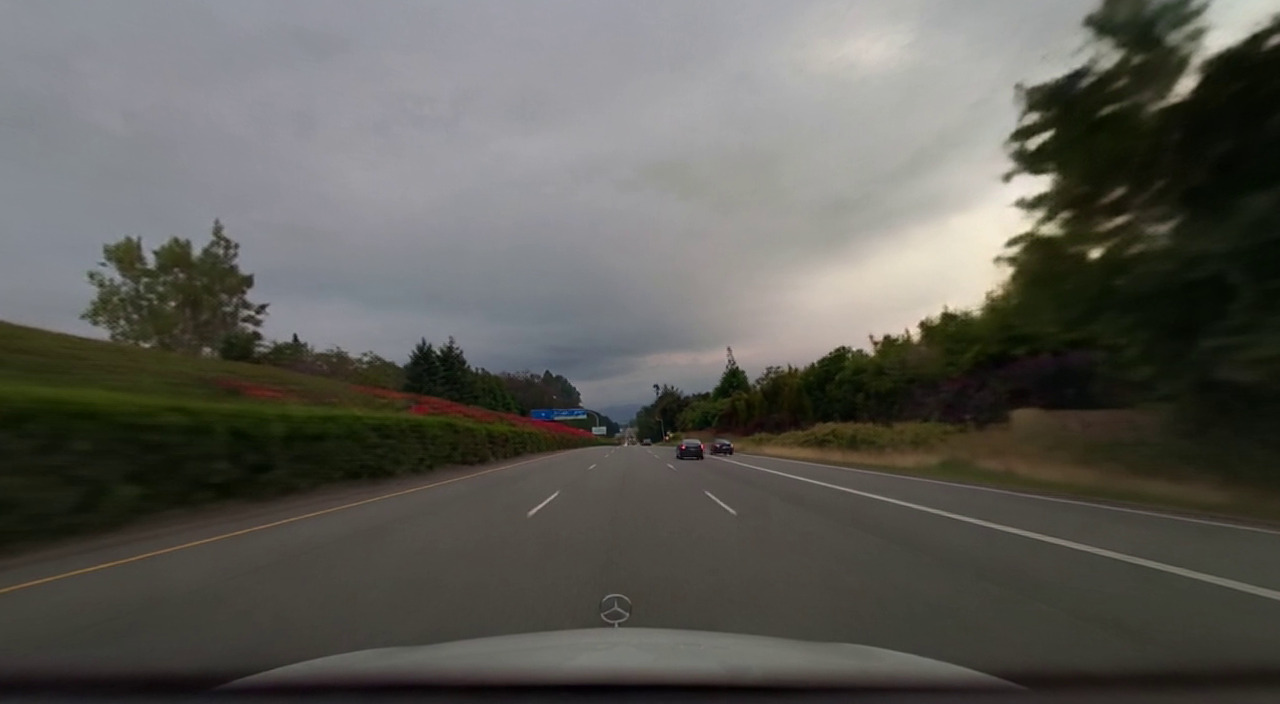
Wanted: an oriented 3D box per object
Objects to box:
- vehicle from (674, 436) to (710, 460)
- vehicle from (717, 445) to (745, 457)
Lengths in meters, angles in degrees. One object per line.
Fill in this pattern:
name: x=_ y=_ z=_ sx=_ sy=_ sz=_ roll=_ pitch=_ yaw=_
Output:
vehicle: x=3.250 y=6.110 z=40.263 sx=1.819 sy=1.468 sz=3.770 roll=0 pitch=-8 yaw=-3
vehicle: x=6.875 y=7.502 z=47.852 sx=1.535 sy=0.862 sz=2.814 roll=0 pitch=-8 yaw=-4
